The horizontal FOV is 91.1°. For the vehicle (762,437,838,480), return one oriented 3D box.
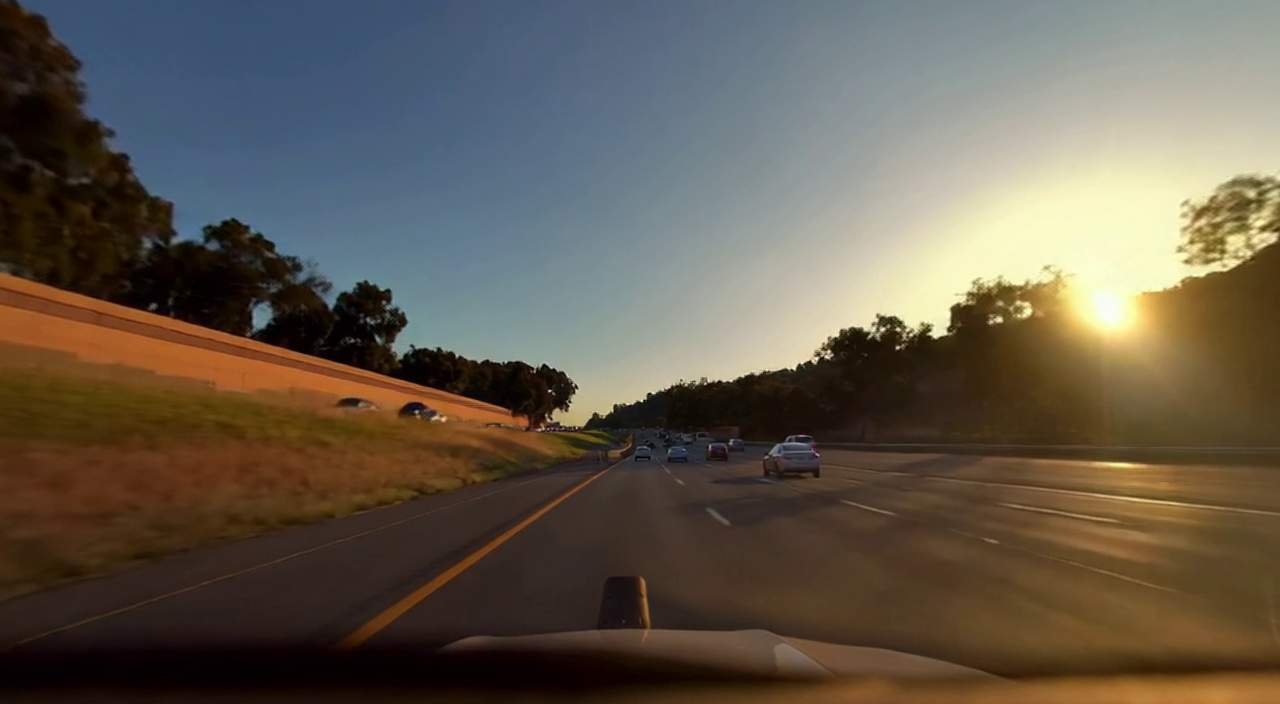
[{"bbox_3d":[6.948,4.666,27.806,2.048,1.697,4.689,0,-8,-1],"label":"vehicle"}]
